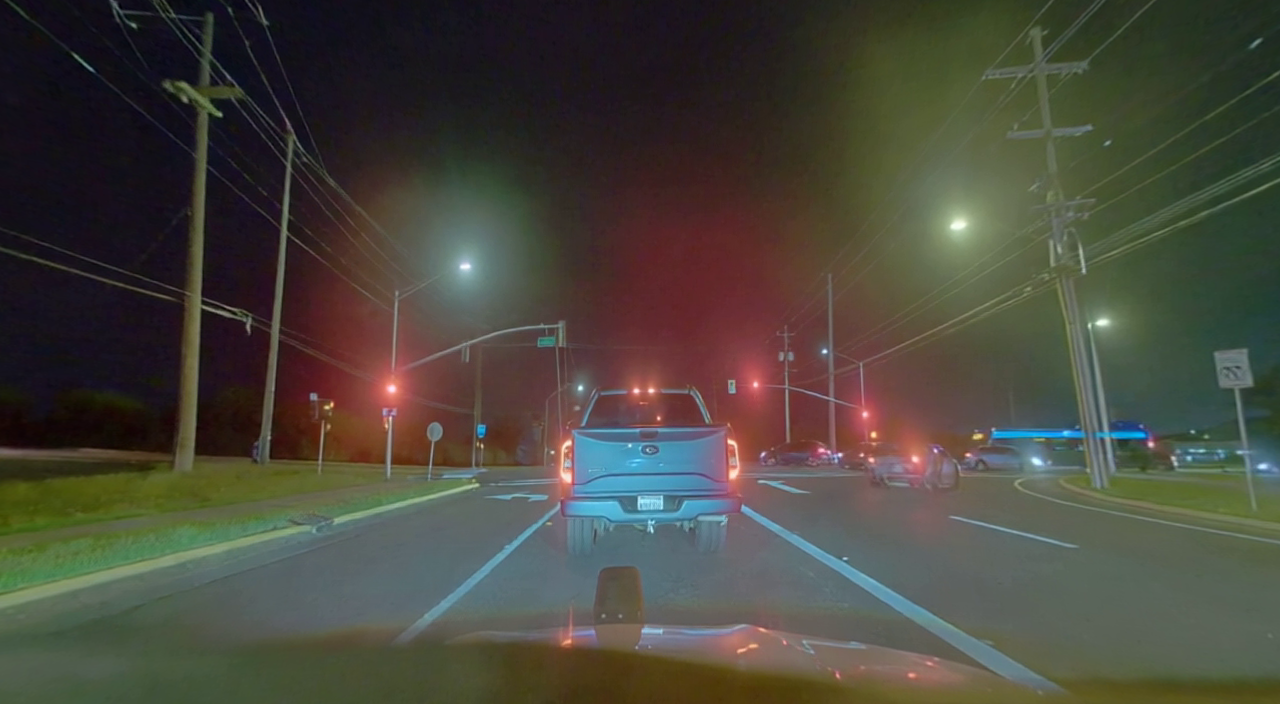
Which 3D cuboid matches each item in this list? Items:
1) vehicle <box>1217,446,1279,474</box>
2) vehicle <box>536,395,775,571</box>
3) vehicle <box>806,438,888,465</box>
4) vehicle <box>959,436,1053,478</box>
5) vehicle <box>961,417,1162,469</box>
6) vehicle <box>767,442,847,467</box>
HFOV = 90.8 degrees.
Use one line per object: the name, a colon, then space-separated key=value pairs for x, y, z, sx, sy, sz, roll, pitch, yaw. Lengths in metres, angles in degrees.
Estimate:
vehicle: x=41.382 y=7.001 z=41.262 sx=5.426 sy=1.728 sz=1.999 roll=0 pitch=-8 yaw=-2
vehicle: x=0.124 y=1.889 z=10.014 sx=2.707 sy=1.964 sz=5.485 roll=0 pitch=-8 yaw=-1
vehicle: x=14.924 y=7.216 z=45.785 sx=5.235 sy=1.878 sz=2.107 roll=-1 pitch=-8 yaw=4
vehicle: x=14.590 y=4.122 z=25.085 sx=2.060 sy=1.496 sz=4.520 roll=-9 pitch=-12 yaw=44
vehicle: x=27.328 y=5.941 z=41.365 sx=10.726 sy=3.128 sz=3.003 roll=-1 pitch=-8 yaw=1
vehicle: x=10.834 y=6.662 z=41.197 sx=4.578 sy=1.490 sz=1.935 roll=0 pitch=-8 yaw=-2
